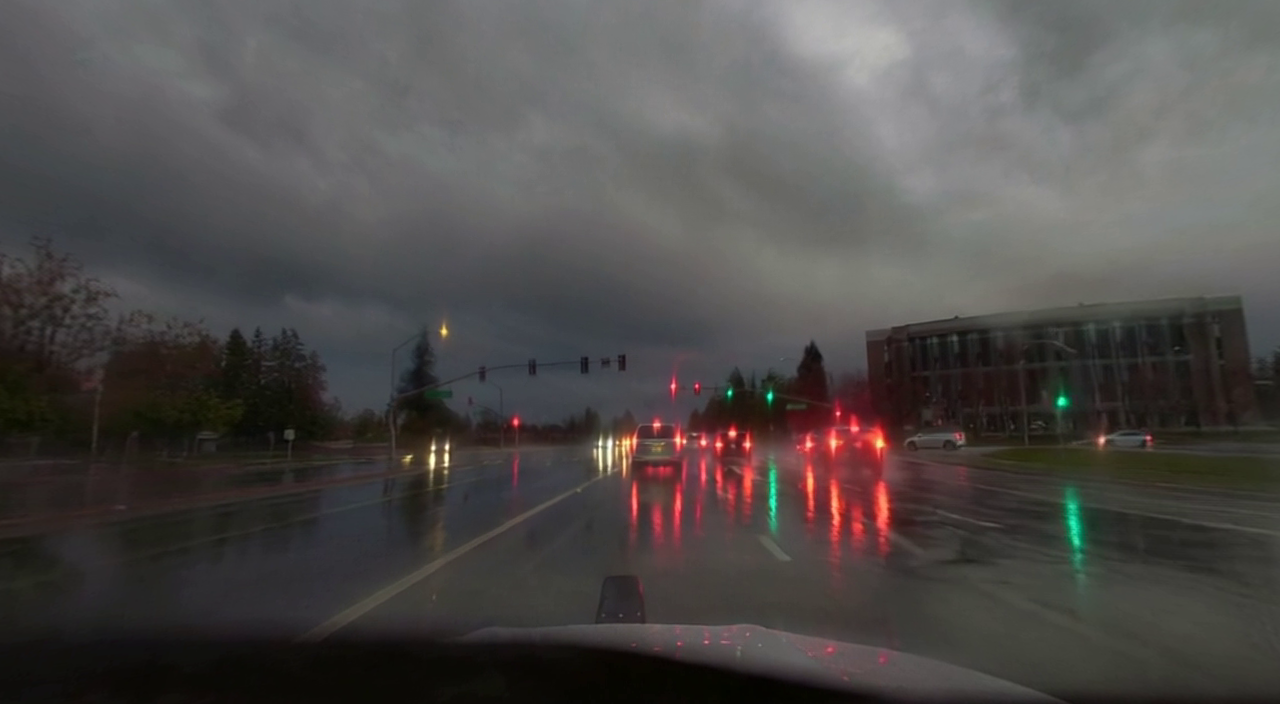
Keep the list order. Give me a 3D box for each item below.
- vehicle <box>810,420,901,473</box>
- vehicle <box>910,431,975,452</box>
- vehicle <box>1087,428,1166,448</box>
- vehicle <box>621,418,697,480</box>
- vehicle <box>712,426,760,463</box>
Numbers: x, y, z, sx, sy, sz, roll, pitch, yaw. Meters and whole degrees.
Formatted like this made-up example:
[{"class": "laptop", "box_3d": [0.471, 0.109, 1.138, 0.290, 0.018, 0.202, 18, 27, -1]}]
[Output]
[{"class": "vehicle", "box_3d": [7.992, 3.594, 23.951, 2.074, 1.791, 4.393, 0, -9, 3]}, {"class": "vehicle", "box_3d": [23.764, 7.014, 49.684, 4.482, 1.465, 1.831, -3, -11, 29]}, {"class": "vehicle", "box_3d": [37.575, 6.710, 48.915, 4.596, 1.468, 1.785, -6, -11, 31]}, {"class": "vehicle", "box_3d": [0.662, 3.191, 20.739, 2.211, 1.795, 4.179, 0, -9, 3]}, {"class": "vehicle", "box_3d": [4.865, 4.796, 32.559, 2.188, 1.774, 4.646, -1, -9, 6]}]
